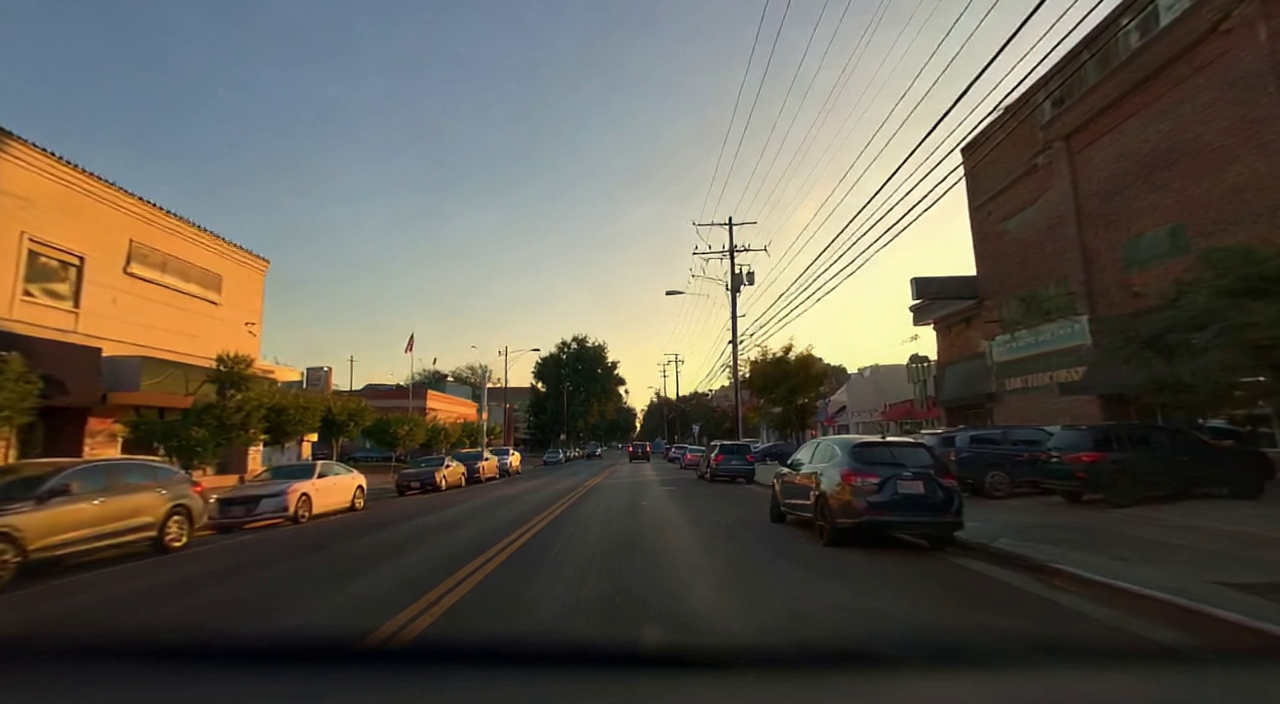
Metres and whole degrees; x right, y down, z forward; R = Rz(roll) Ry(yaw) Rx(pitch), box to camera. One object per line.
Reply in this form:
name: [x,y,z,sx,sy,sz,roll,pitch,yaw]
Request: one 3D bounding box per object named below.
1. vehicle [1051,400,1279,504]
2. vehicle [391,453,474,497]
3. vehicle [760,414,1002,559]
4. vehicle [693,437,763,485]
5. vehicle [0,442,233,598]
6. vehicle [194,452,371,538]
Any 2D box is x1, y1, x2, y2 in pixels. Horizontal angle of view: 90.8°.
vehicle: [10.586,1.844,11.751,4.477,1.740,1.934,0,-9,-2]
vehicle: [-8.719,5.177,27.033,2.022,1.501,4.860,0,-7,-2]
vehicle: [3.415,2.036,10.110,1.962,1.752,4.478,-1,-10,-1]
vehicle: [3.450,4.408,25.802,2.088,1.765,4.704,0,-9,-1]
vehicle: [-8.702,2.327,9.308,1.899,1.780,5.225,-3,-7,1]
vehicle: [-8.600,3.414,15.764,1.860,1.565,4.569,-3,-7,-1]
